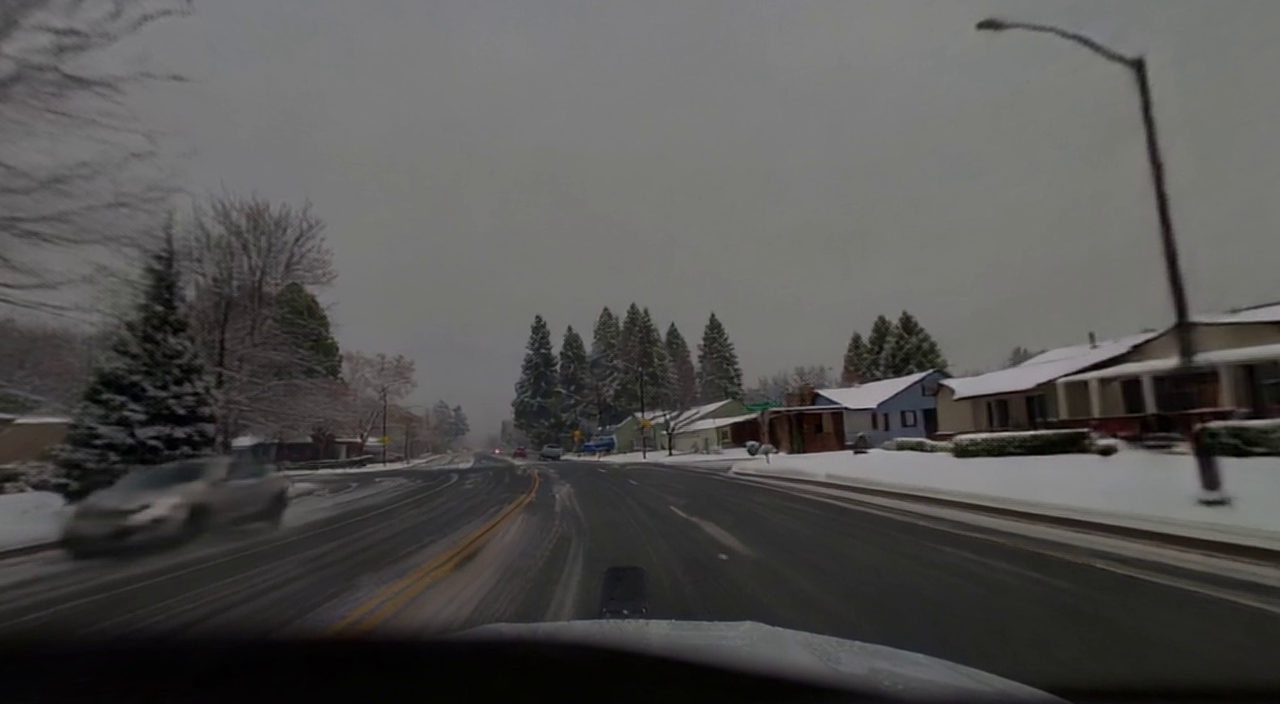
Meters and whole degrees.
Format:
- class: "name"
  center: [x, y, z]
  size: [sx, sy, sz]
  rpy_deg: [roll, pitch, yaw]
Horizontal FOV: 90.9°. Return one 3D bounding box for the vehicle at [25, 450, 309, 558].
- class: "vehicle"
  center: [-8.587, 2.724, 12.181]
  size: [2.125, 1.592, 4.616]
  rpy_deg: [0, -8, -4]
